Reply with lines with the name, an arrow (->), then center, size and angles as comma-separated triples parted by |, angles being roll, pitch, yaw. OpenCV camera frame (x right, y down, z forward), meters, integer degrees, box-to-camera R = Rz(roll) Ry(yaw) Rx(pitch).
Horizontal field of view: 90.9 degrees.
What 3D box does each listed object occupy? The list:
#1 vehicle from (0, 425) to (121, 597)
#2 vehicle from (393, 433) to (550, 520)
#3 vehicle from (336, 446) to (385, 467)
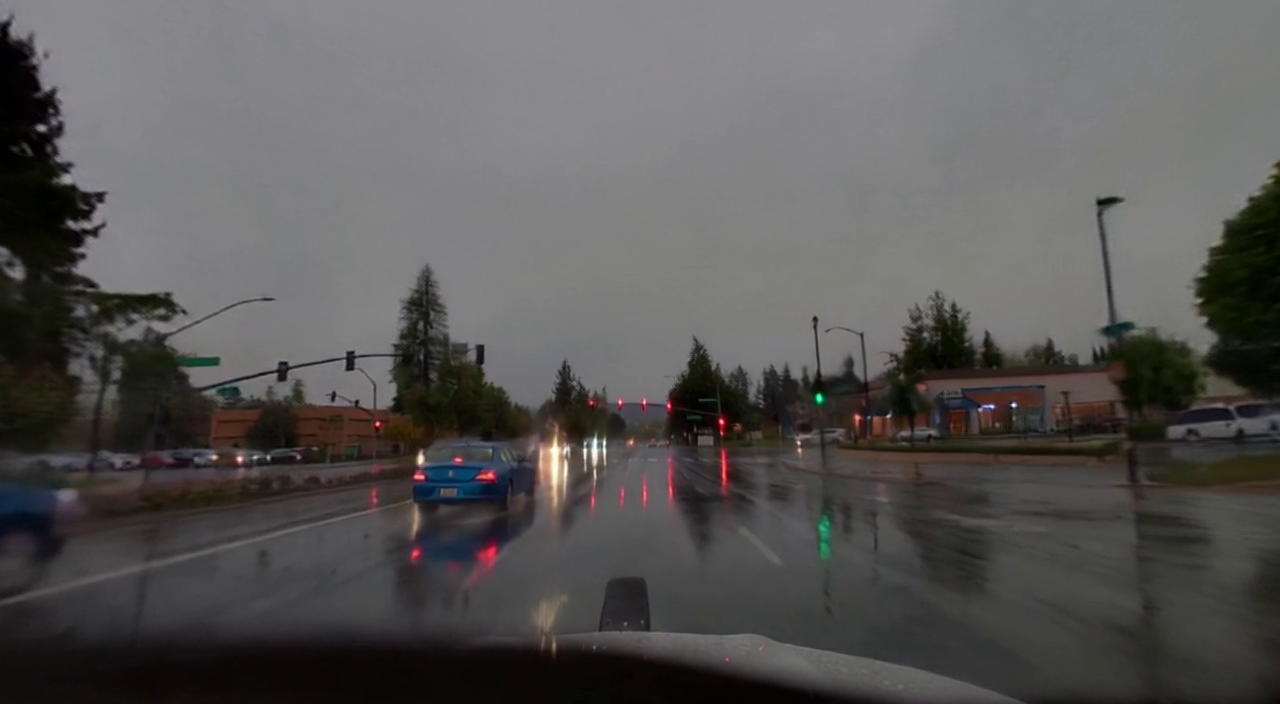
vehicle -> -6.657, 1.228, 4.395 | 2.027, 1.501, 4.707 | 0, -9, 1
vehicle -> -3.204, 2.462, 13.039 | 1.924, 1.480, 4.421 | 0, -9, 1
vehicle -> -21.428, 8.038, 48.541 | 1.755, 1.538, 4.329 | 0, -9, 1
